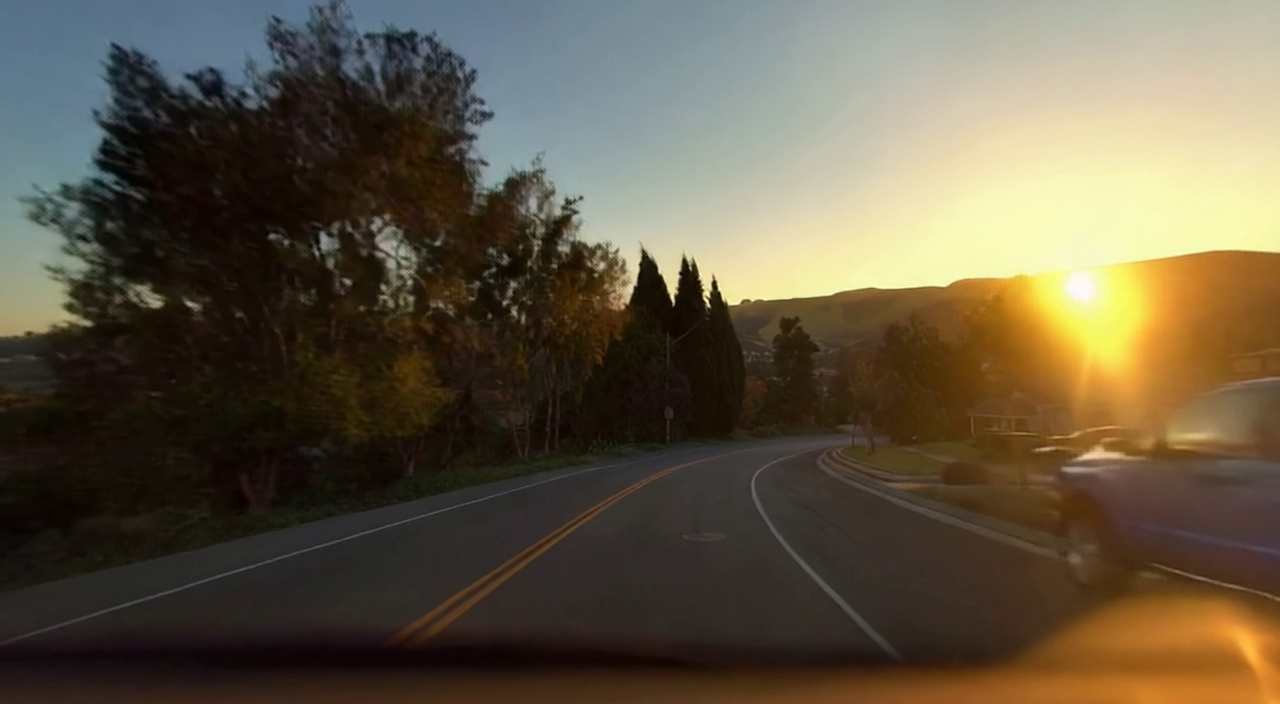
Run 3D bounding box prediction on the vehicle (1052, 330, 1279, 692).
[{"bbox_3d":[4.207,0.764,2.777,1.992,1.817,4.467,0,-7,4],"label":"vehicle"}]
